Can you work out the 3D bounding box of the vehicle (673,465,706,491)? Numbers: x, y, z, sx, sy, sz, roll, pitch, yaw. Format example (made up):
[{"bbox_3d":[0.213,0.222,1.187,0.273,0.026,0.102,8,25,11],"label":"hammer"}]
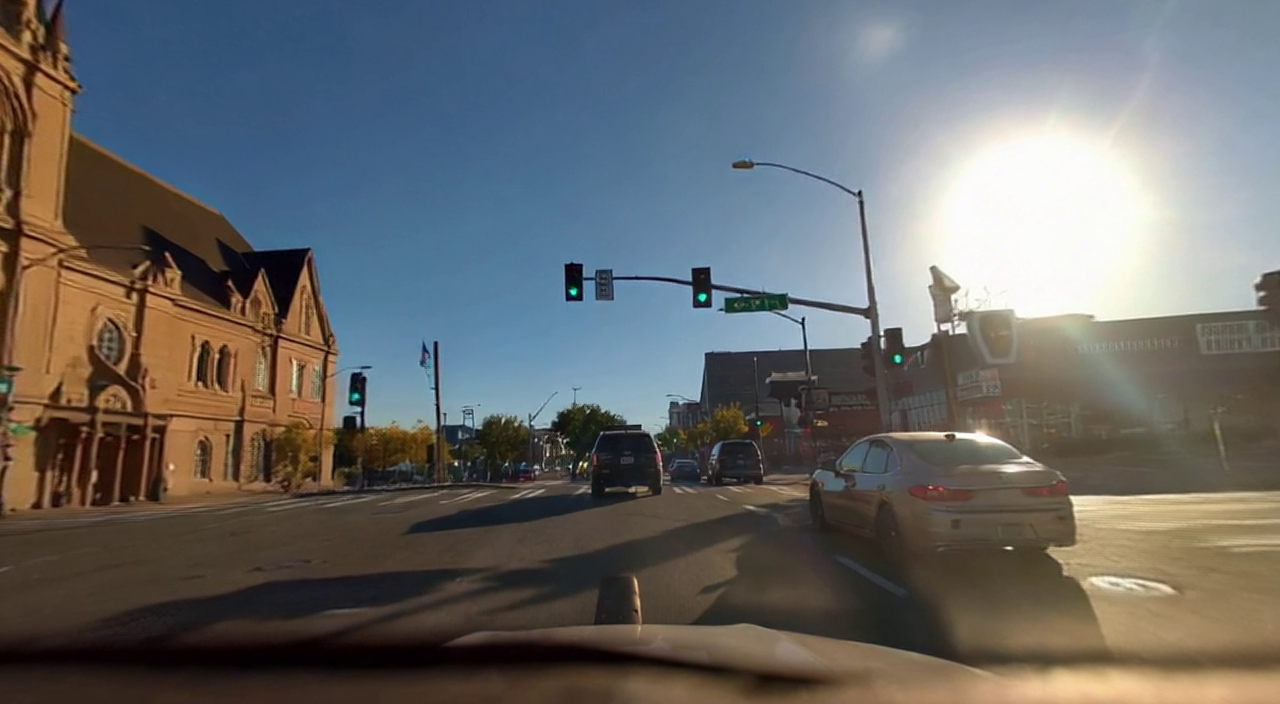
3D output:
[{"bbox_3d":[3.740,9.284,46.785,2.027,1.771,4.470,-2,-10,9],"label":"vehicle"}]

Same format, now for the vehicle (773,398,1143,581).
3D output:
[{"bbox_3d":[3.094,1.446,7.463,1.883,1.472,4.471,0,-8,-3],"label":"vehicle"}]

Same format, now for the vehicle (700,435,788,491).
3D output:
[{"bbox_3d":[3.013,3.303,19.169,1.890,1.491,4.166,0,-8,-1],"label":"vehicle"}]

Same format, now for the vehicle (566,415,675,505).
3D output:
[{"bbox_3d":[-0.443,2.454,14.758,2.168,1.776,4.135,0,-8,-2],"label":"vehicle"}]
